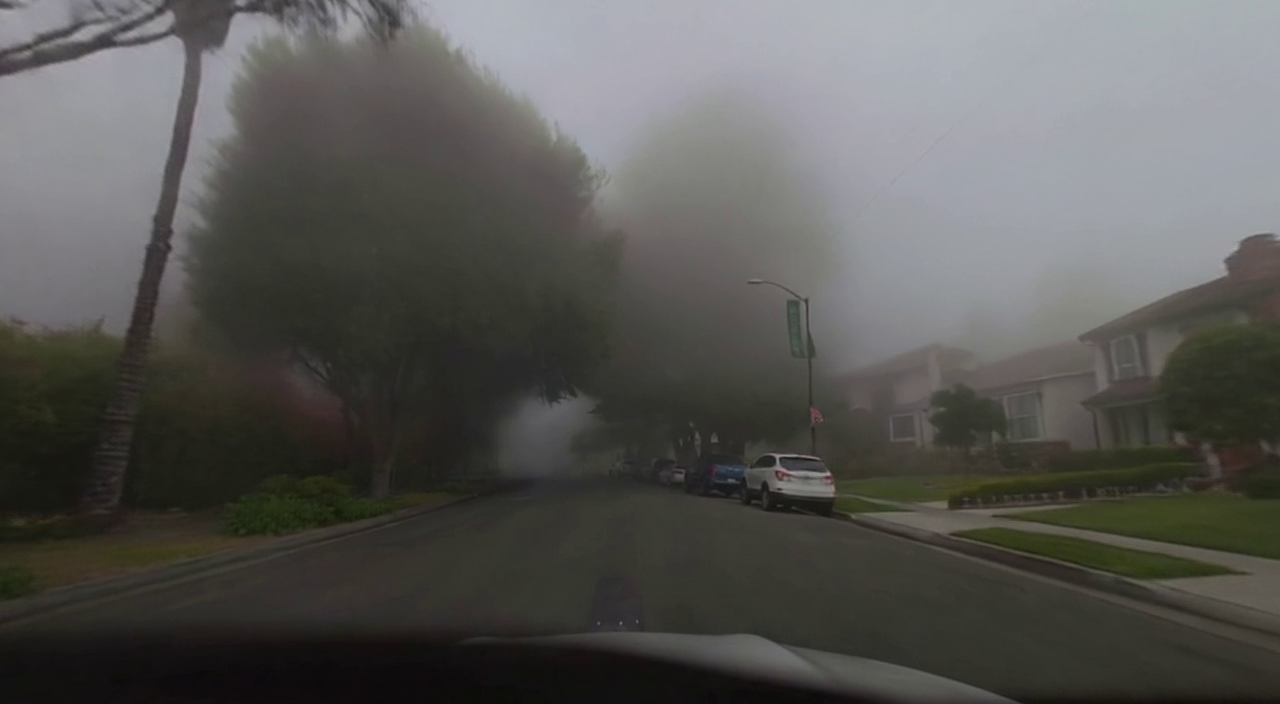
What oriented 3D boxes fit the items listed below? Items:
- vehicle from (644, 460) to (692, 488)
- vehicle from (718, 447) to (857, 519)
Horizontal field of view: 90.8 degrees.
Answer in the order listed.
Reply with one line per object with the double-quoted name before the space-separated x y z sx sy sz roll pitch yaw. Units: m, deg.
"vehicle" 1.909 8.603 44.935 2.111 1.771 4.942 2 -9 -13
"vehicle" 4.489 4.175 20.647 2.715 1.900 6.163 2 -10 -3
